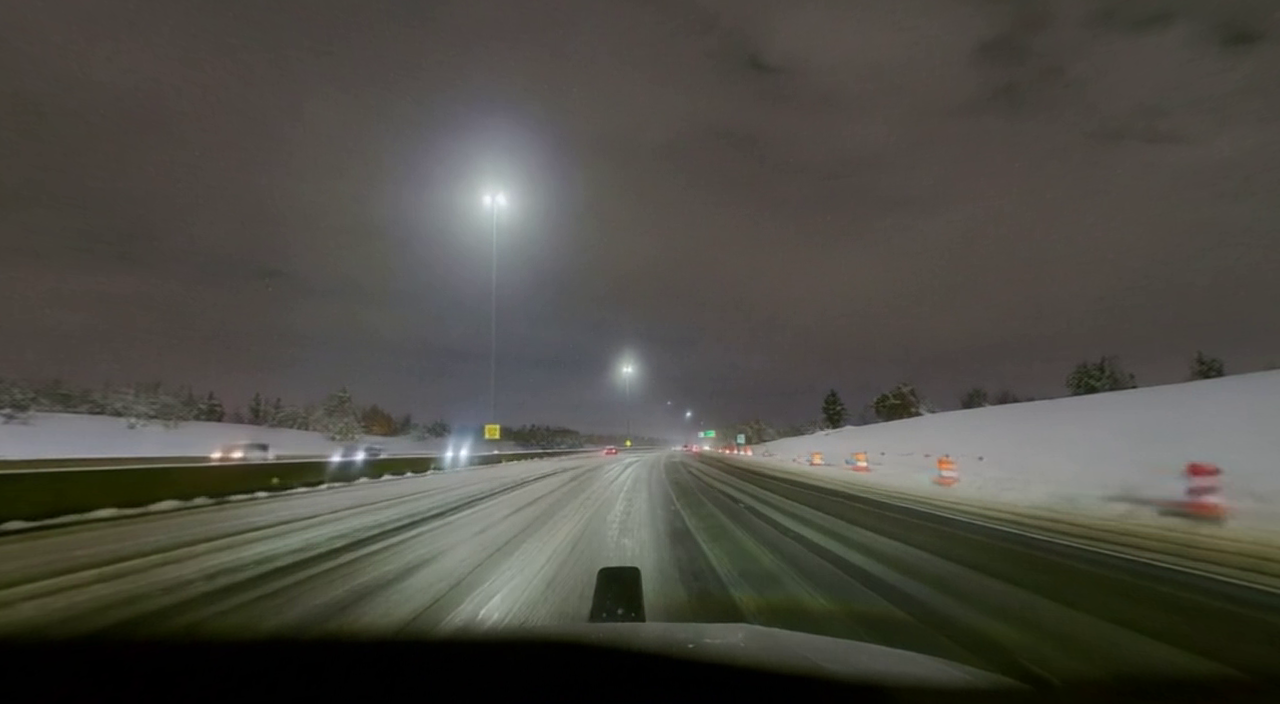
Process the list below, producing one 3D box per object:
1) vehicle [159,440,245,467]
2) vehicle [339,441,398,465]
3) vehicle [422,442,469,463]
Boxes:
[{"bbox_3d":[-29.102,6.772,42.067,1.979,1.694,5.008,0,-9,2],"label":"vehicle"},{"bbox_3d":[-18.964,7.076,44.220,1.992,1.571,4.542,0,-9,2],"label":"vehicle"},{"bbox_3d":[-14.837,7.702,48.286,1.945,1.515,4.455,0,-9,3],"label":"vehicle"}]
